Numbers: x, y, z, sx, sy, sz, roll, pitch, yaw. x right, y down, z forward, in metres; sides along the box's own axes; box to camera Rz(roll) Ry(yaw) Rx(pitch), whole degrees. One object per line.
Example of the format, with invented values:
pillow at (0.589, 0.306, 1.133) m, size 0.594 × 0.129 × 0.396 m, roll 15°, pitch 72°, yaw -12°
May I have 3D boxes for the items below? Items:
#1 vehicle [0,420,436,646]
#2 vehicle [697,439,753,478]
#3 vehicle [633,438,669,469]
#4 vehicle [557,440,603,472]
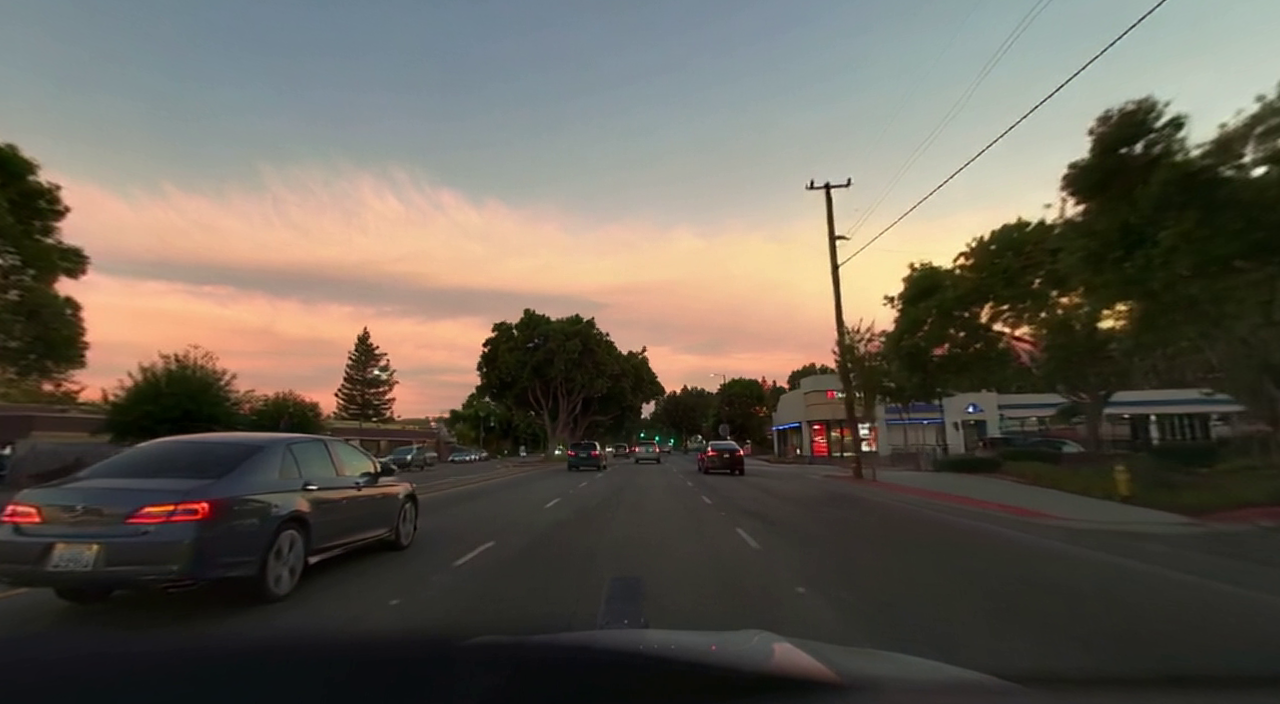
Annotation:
vehicle at (-3.810, 1.528, 6.430) m, size 1.908 × 1.481 × 4.351 m, roll 0°, pitch -9°, yaw 1°
vehicle at (3.687, 4.687, 27.927) m, size 1.922 × 1.579 × 3.642 m, roll 0°, pitch -9°, yaw -1°
vehicle at (0.672, 6.455, 40.351) m, size 2.193 × 1.873 × 4.033 m, roll 0°, pitch -9°, yaw 0°
vehicle at (-3.207, 5.684, 34.623) m, size 2.026 × 1.665 × 4.193 m, roll 0°, pitch -9°, yaw 2°
